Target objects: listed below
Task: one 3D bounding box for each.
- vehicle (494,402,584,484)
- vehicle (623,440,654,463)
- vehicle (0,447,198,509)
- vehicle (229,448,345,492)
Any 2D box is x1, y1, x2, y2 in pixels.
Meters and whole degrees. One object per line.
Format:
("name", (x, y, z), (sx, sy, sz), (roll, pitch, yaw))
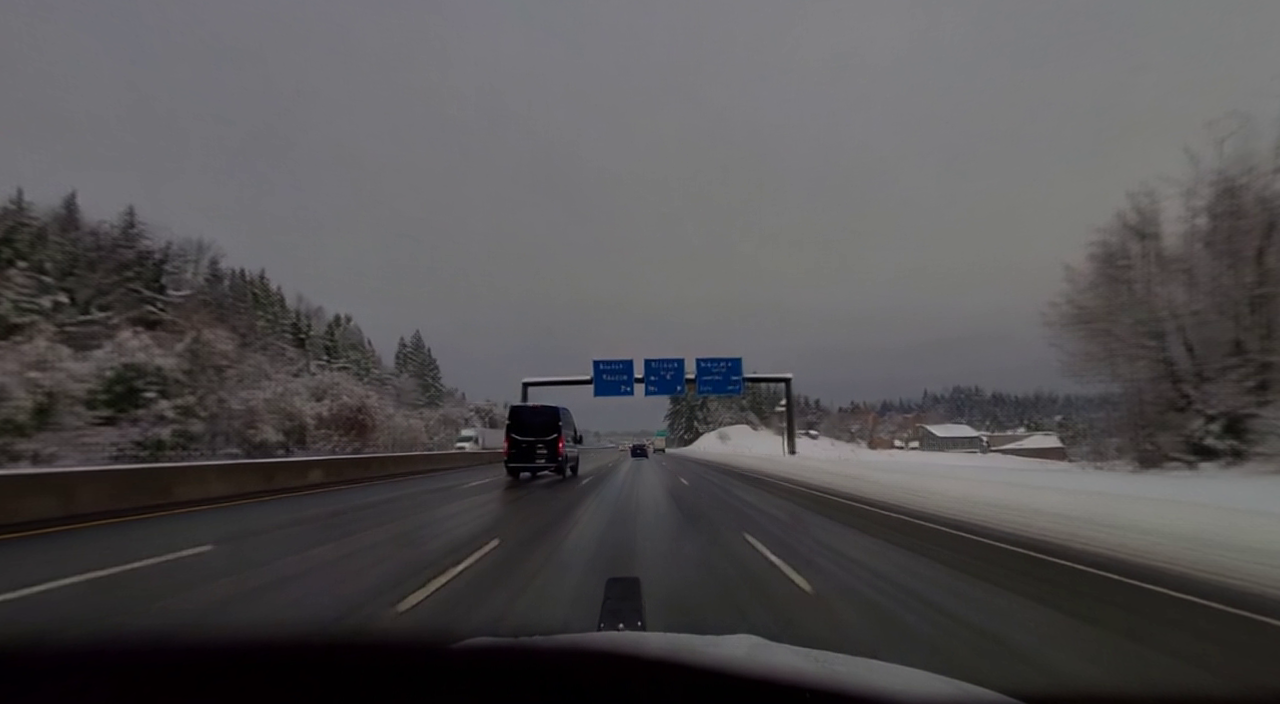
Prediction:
("vehicle", (-3.648, 3.500, 24.169), (2.382, 2.736, 5.982), (0, -9, 0))
("vehicle", (-0.103, 7.410, 46.956), (2.183, 1.662, 3.968), (0, -9, 0))
("vehicle", (-16.145, 3.706, 19.139), (1.955, 1.643, 4.652), (0, -9, 1))
("vehicle", (-12.397, 4.138, 22.456), (1.794, 1.423, 3.910), (0, -9, 1))
